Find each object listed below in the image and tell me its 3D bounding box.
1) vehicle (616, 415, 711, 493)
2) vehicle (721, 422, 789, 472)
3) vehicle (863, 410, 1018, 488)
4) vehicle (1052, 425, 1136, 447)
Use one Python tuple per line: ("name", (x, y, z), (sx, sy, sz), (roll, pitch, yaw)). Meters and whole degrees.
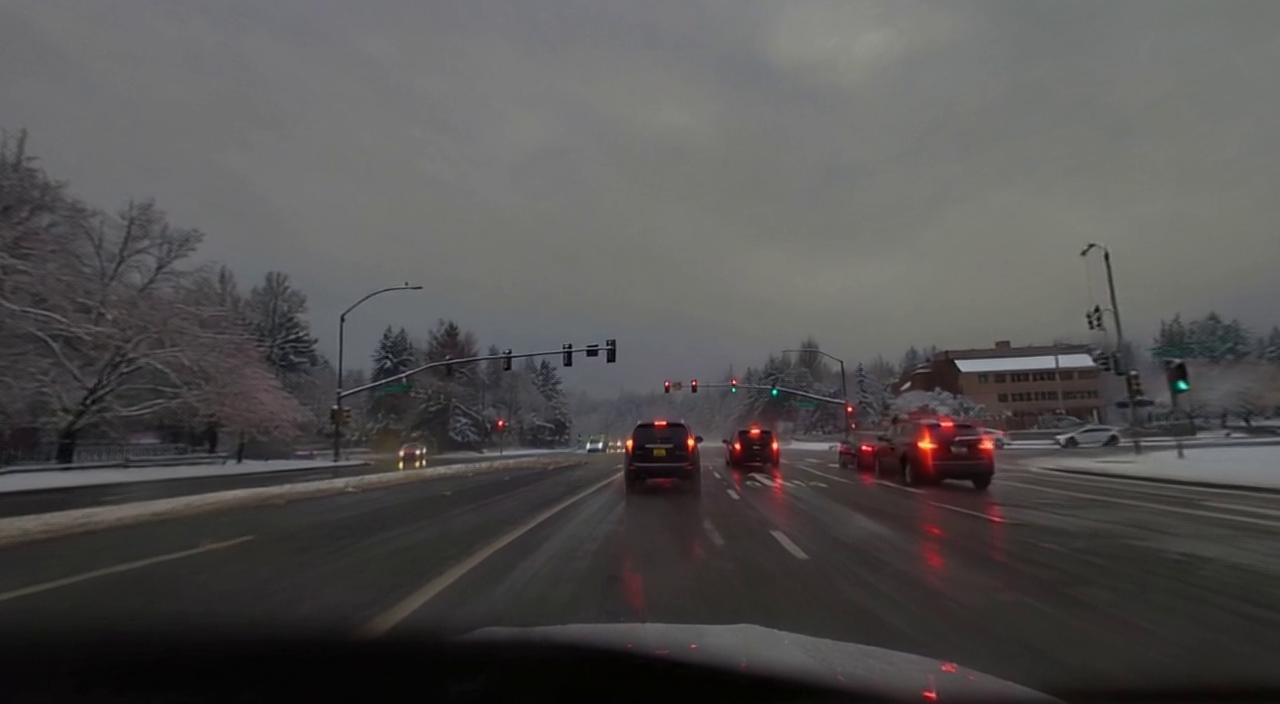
("vehicle", (0.655, 2.709, 16.991), (2.211, 1.795, 4.179), (-1, -9, 3))
("vehicle", (4.523, 3.831, 25.509), (2.188, 1.774, 4.646), (-1, -9, 4))
("vehicle", (7.756, 2.577, 16.891), (2.074, 1.791, 4.393), (-1, -9, 2))
("vehicle", (32.287, 6.003, 45.104), (4.596, 1.468, 1.785), (-6, -10, 31))
